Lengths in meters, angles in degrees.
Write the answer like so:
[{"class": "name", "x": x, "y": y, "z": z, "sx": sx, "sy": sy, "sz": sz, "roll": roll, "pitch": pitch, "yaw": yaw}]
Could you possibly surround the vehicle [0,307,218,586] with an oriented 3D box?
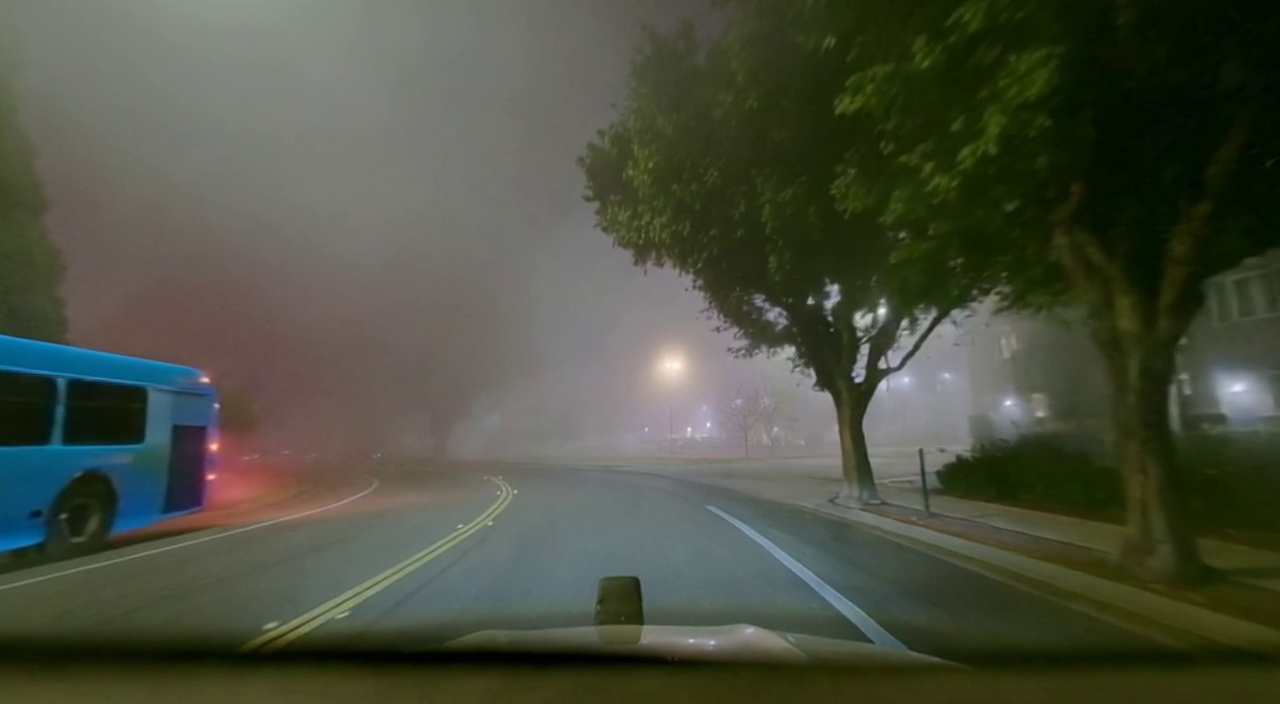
[{"class": "vehicle", "x": -8.376, "y": 0.902, "z": 5.984, "sx": 2.886, "sy": 2.994, "sz": 8.380, "roll": 0, "pitch": -8, "yaw": 0}]
